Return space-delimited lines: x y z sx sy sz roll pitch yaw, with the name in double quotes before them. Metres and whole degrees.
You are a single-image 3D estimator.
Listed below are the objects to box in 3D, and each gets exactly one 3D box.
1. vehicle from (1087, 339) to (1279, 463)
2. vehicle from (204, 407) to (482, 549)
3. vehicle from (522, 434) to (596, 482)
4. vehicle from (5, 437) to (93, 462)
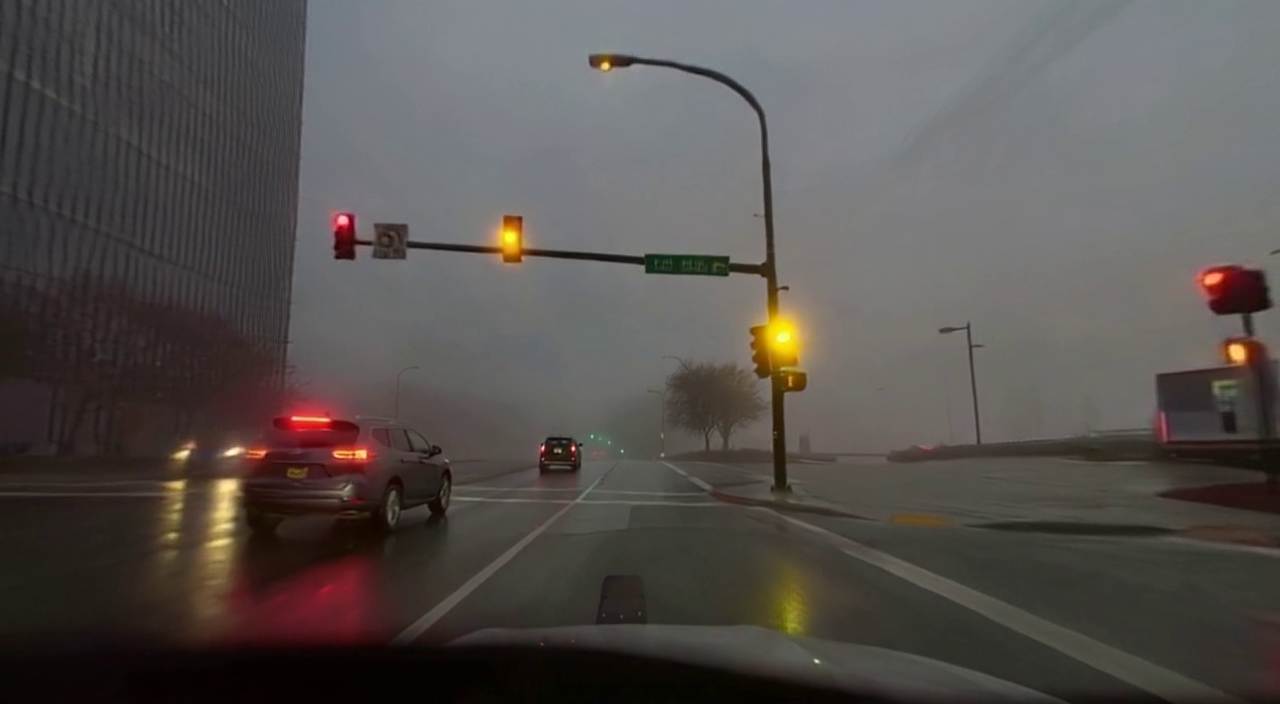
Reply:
"vehicle" 15.828 1.479 16.880 4.005 2.827 4.538 2 -8 -10
"vehicle" -4.323 1.905 10.252 2.169 1.741 4.588 0 -8 1
"vehicle" -3.388 4.568 27.473 2.384 1.849 5.009 0 -8 2
"vehicle" -37.933 6.295 40.477 3.794 1.481 1.758 1 -10 1
